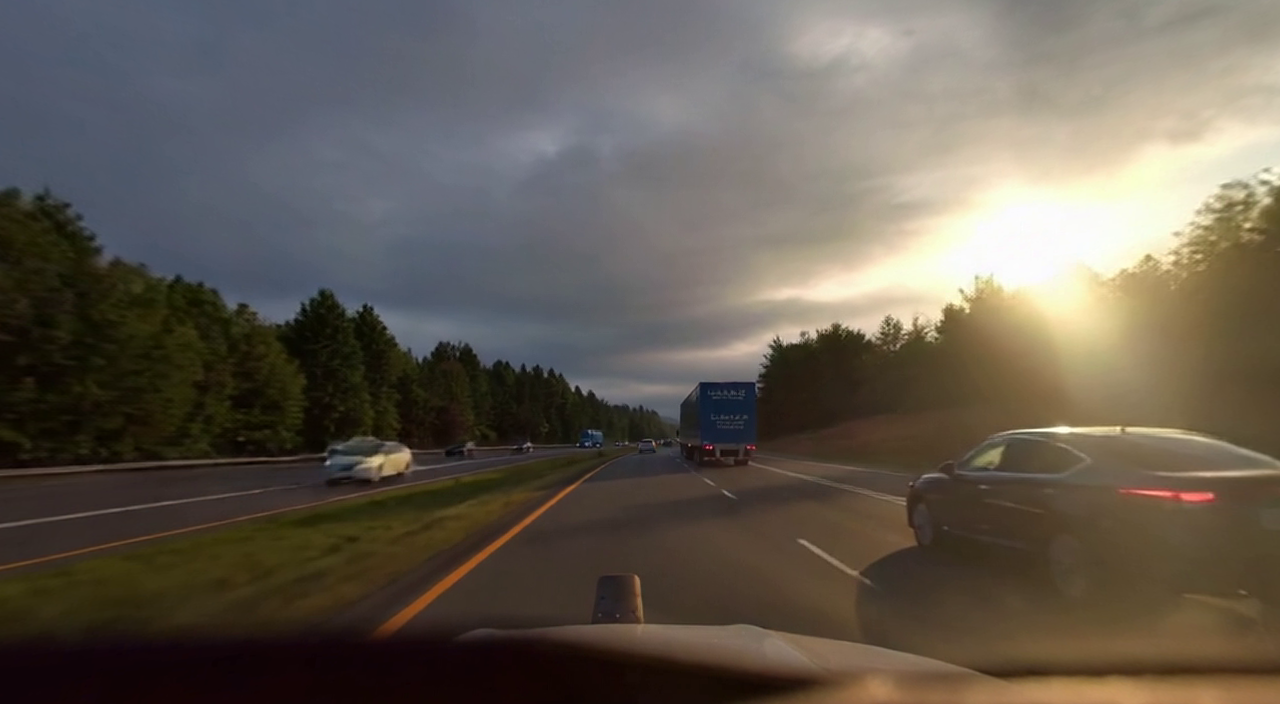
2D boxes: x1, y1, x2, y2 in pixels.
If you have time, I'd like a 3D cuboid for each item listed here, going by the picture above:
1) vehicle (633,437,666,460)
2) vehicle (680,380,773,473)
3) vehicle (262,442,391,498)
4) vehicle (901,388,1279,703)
[{"bbox_3d":[0.699,6.880,45.165,2.209,1.499,4.144,-1,-8,1],"label":"vehicle"},{"bbox_3d":[4.238,4.173,34.540,3.171,4.072,13.784,0,-8,0],"label":"vehicle"},{"bbox_3d":[-9.728,3.655,20.001,1.892,1.508,4.225,0,-8,0],"label":"vehicle"},{"bbox_3d":[4.029,1.224,4.988,2.028,1.573,4.207,0,-8,-1],"label":"vehicle"}]
